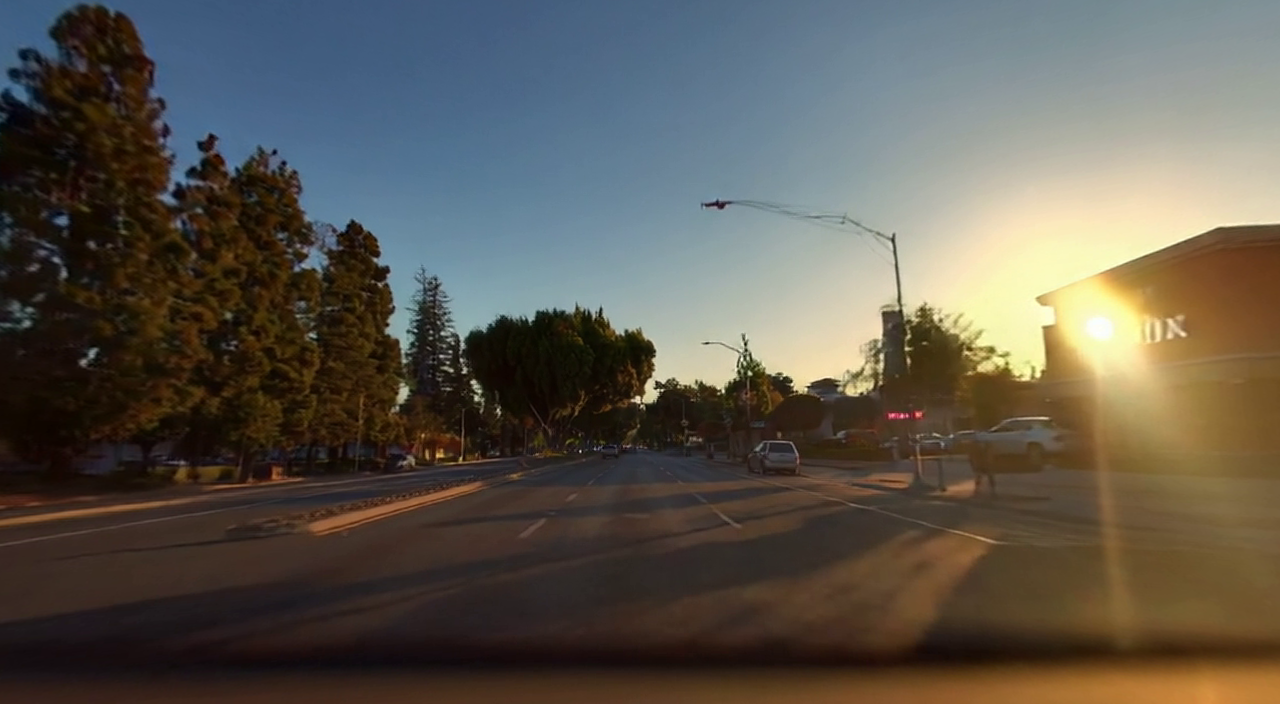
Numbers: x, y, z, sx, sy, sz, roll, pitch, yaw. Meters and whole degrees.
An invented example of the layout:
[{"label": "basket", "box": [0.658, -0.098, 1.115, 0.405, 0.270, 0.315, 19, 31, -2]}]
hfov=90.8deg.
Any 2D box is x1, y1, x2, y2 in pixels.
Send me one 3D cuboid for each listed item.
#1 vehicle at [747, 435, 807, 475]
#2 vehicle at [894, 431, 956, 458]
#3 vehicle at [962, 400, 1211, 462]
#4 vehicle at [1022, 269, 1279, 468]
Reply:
[{"label": "vehicle", "box": [7.009, 5.313, 32.816, 1.954, 1.907, 4.736, 0, -9, -1]}, {"label": "vehicle", "box": [14.451, 4.677, 31.963, 3.386, 1.301, 0.852, 4, -10, -27]}, {"label": "vehicle", "box": [14.428, 2.648, 20.481, 6.592, 1.676, 4.007, 5, -10, -29]}, {"label": "vehicle", "box": [22.901, 0.470, 21.366, 16.415, 6.611, 1.394, -5, -10, 25]}]
